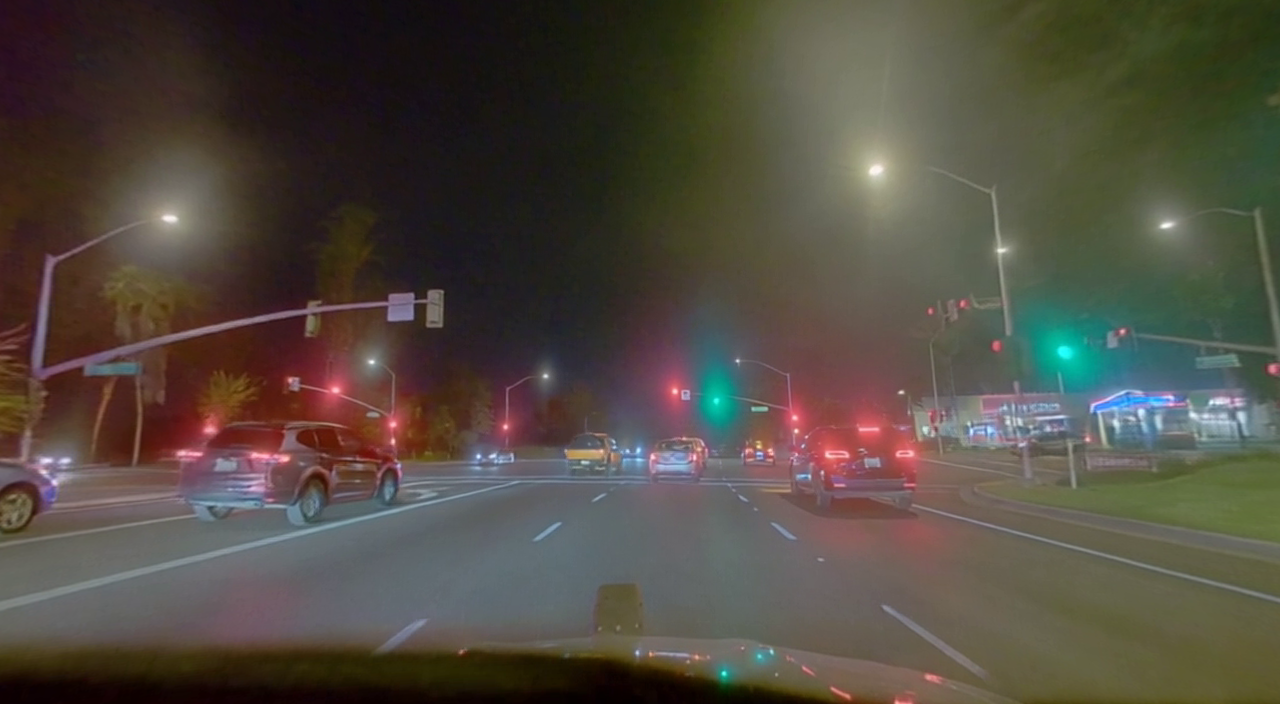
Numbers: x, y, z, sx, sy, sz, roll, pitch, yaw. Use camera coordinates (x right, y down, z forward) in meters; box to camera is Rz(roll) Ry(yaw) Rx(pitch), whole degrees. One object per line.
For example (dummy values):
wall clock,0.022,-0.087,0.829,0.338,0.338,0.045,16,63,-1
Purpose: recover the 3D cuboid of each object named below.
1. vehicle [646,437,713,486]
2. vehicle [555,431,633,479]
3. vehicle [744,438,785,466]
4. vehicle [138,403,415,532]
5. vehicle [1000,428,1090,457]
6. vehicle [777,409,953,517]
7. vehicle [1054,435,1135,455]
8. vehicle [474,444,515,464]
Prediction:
vehicle,1.443,3.687,21.612,2.057,1.492,3.825,-1,-8,7
vehicle,-1.728,4.142,25.648,2.088,1.746,4.650,-1,-8,10
vehicle,7.253,5.836,37.196,2.149,1.532,4.168,-1,-8,9
vehicle,-6.251,2.048,11.762,2.127,1.888,4.637,-1,-8,4
vehicle,27.318,6.160,42.723,4.557,1.848,2.008,-2,-9,11
vehicle,4.628,2.387,14.078,2.267,1.931,5.145,-1,-8,3
vehicle,34.483,7.067,48.029,4.517,1.491,1.858,-2,-8,10
vehicle,-10.800,7.492,46.624,1.918,1.443,4.612,4,-9,-26
